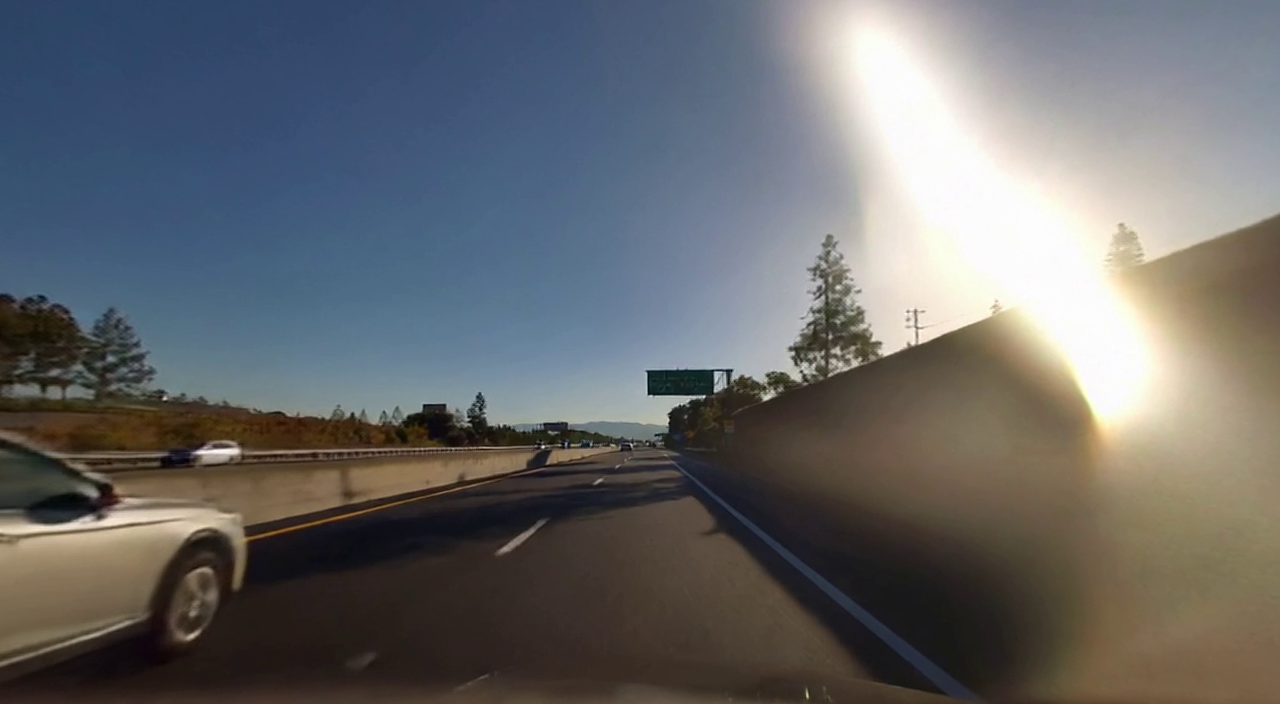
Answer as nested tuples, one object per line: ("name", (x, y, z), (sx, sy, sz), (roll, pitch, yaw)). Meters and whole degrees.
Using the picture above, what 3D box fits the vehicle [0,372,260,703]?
("vehicle", (-3.867, 0.829, 2.134), (2.122, 1.632, 4.690), (0, -8, 1))
